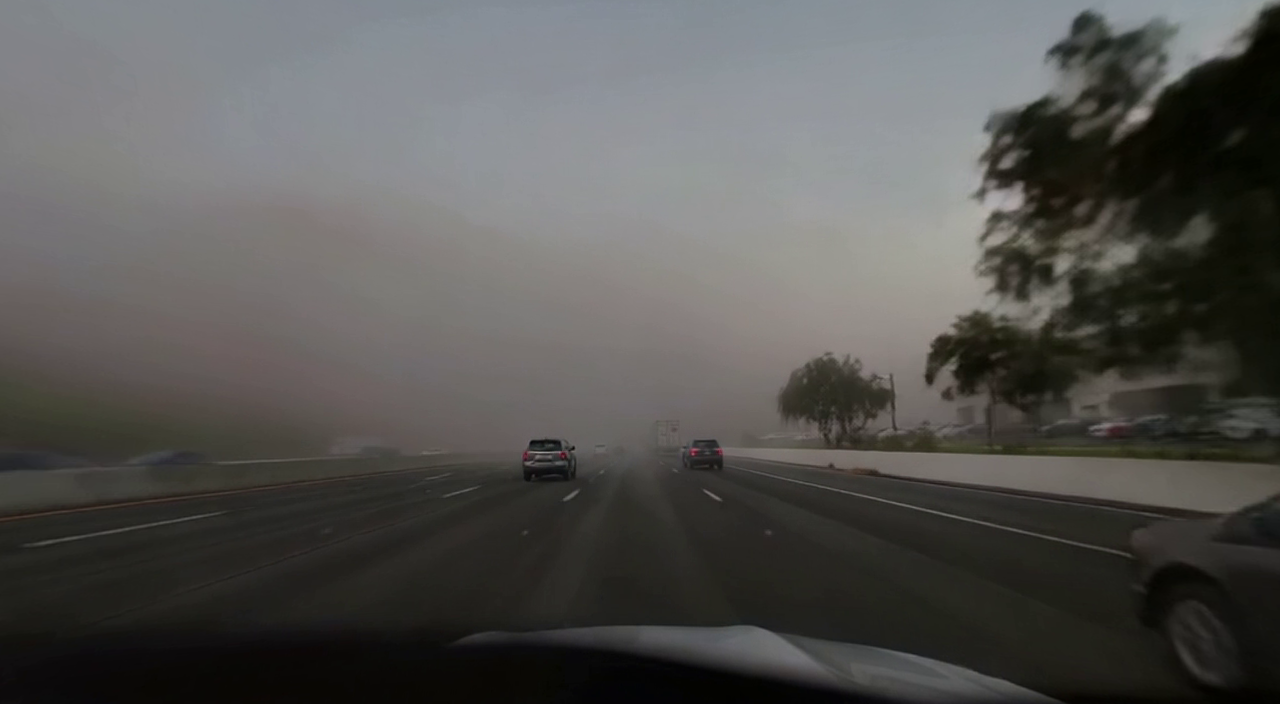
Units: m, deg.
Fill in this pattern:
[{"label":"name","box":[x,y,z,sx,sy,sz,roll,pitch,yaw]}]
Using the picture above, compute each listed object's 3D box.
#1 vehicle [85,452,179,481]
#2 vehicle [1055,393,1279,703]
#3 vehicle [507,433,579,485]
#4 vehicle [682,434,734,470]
[{"label":"vehicle","box":[-28.442,6.390,35.553,1.806,1.471,4.189,0,-8,-1]},{"label":"vehicle","box":[3.806,0.803,1.847,1.957,1.510,4.643,0,-8,-1]},{"label":"vehicle","box":[-3.526,3.987,23.817,1.987,1.765,4.508,0,-8,0]},{"label":"vehicle","box":[3.640,5.510,34.871,2.198,1.807,4.530,0,-8,-2]}]
